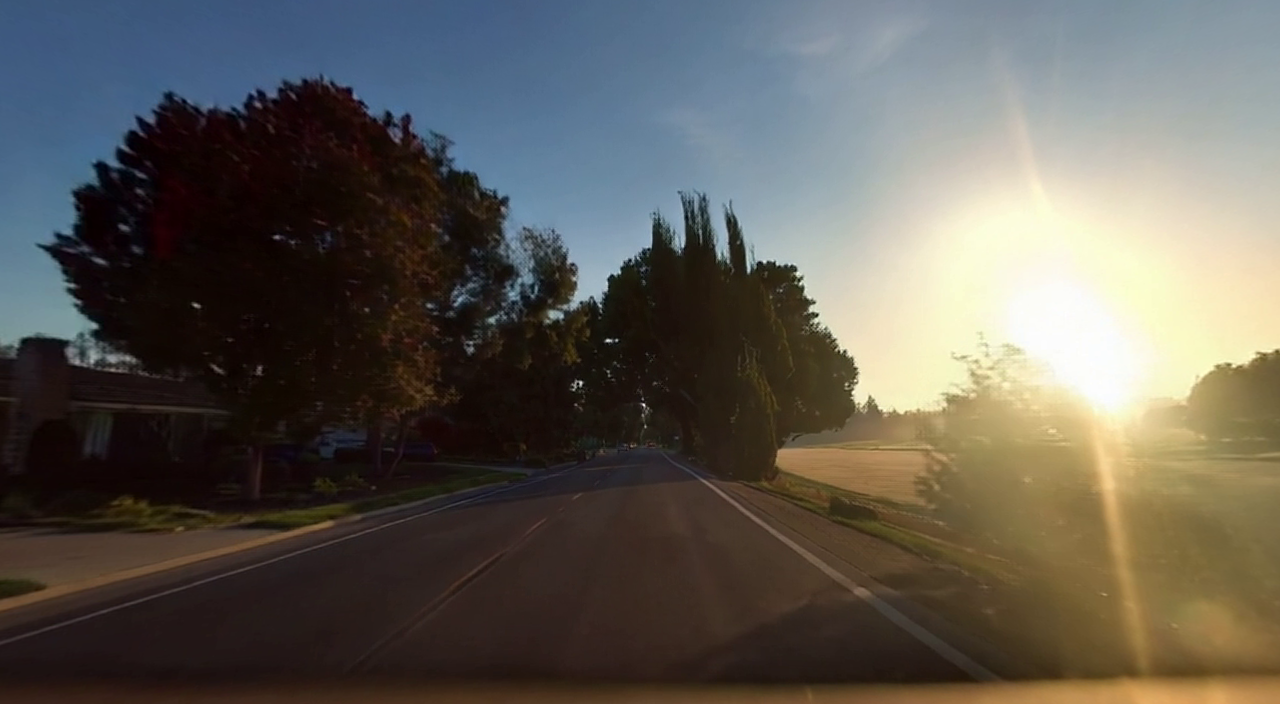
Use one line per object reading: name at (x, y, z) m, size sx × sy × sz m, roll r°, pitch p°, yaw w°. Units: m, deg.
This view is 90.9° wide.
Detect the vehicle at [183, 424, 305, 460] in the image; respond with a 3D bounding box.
vehicle at (-20.089, 4.608, 32.147) m, size 4.640 × 1.765 × 2.242 m, roll 1°, pitch -9°, yaw -3°

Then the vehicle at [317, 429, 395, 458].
vehicle at (-19.917, 6.418, 44.306) m, size 4.511 × 1.876 × 2.044 m, roll 0°, pitch -8°, yaw 10°
